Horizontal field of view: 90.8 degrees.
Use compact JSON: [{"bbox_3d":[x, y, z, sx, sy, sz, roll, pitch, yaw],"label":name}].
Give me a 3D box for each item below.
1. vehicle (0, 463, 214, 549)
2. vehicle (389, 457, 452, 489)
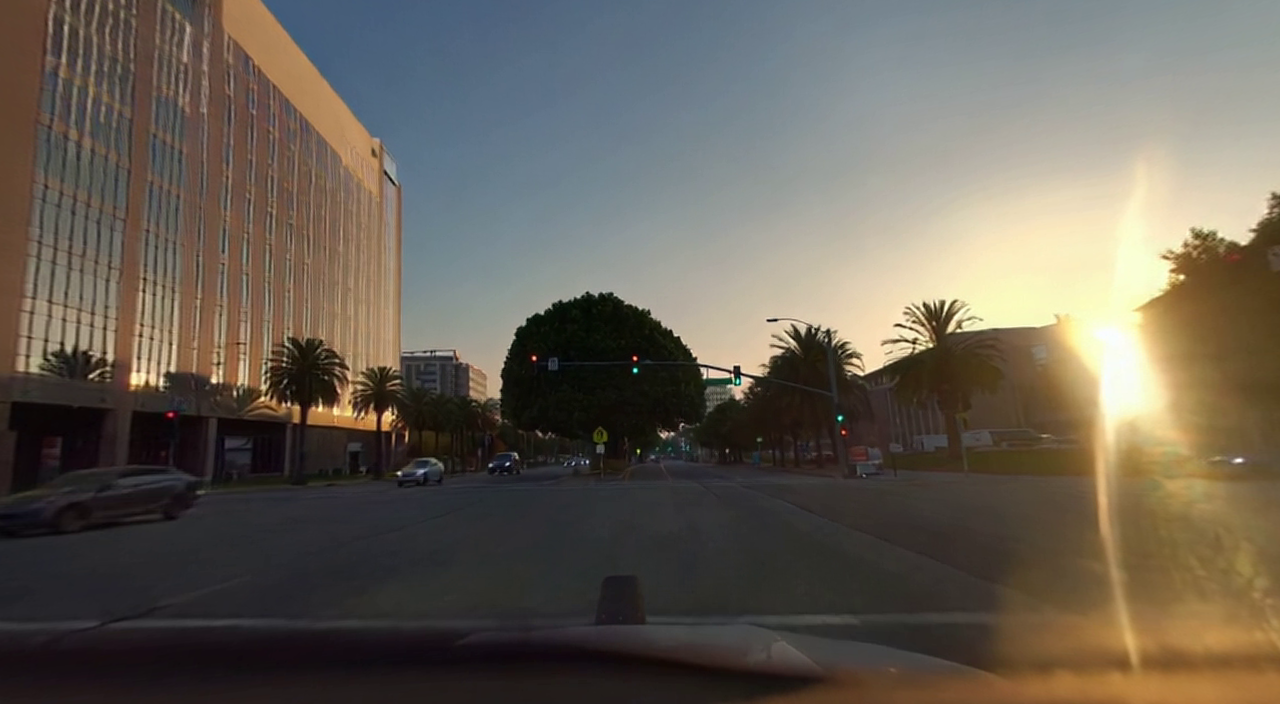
[{"bbox_3d":[-12.575,3.364,14.504,2.145,1.504,4.857,-1,-9,1],"label":"vehicle"},{"bbox_3d":[-12.625,6.968,36.646,2.038,1.624,4.292,-1,-9,1],"label":"vehicle"}]
